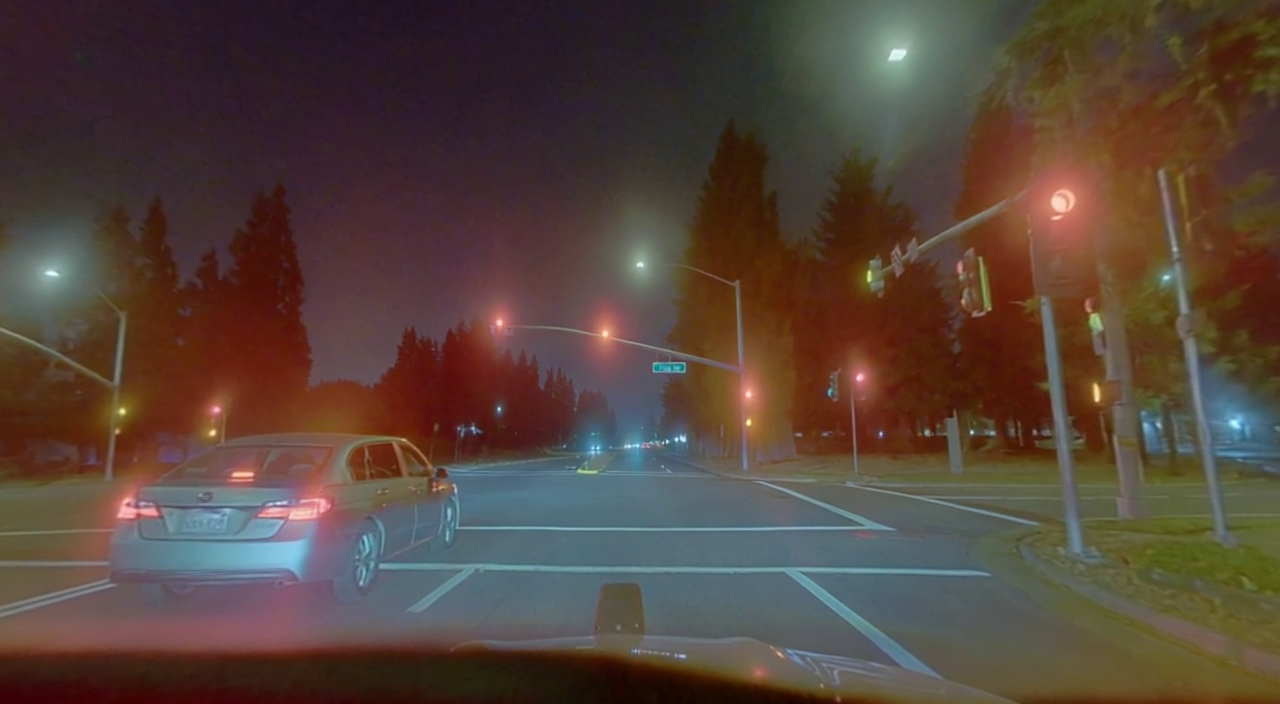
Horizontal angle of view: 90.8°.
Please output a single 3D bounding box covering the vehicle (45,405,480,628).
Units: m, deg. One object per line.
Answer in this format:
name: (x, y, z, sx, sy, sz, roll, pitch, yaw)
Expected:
vehicle: (-3.311, 1.528, 6.907, 2.076, 1.599, 4.483, 0, -9, -2)
